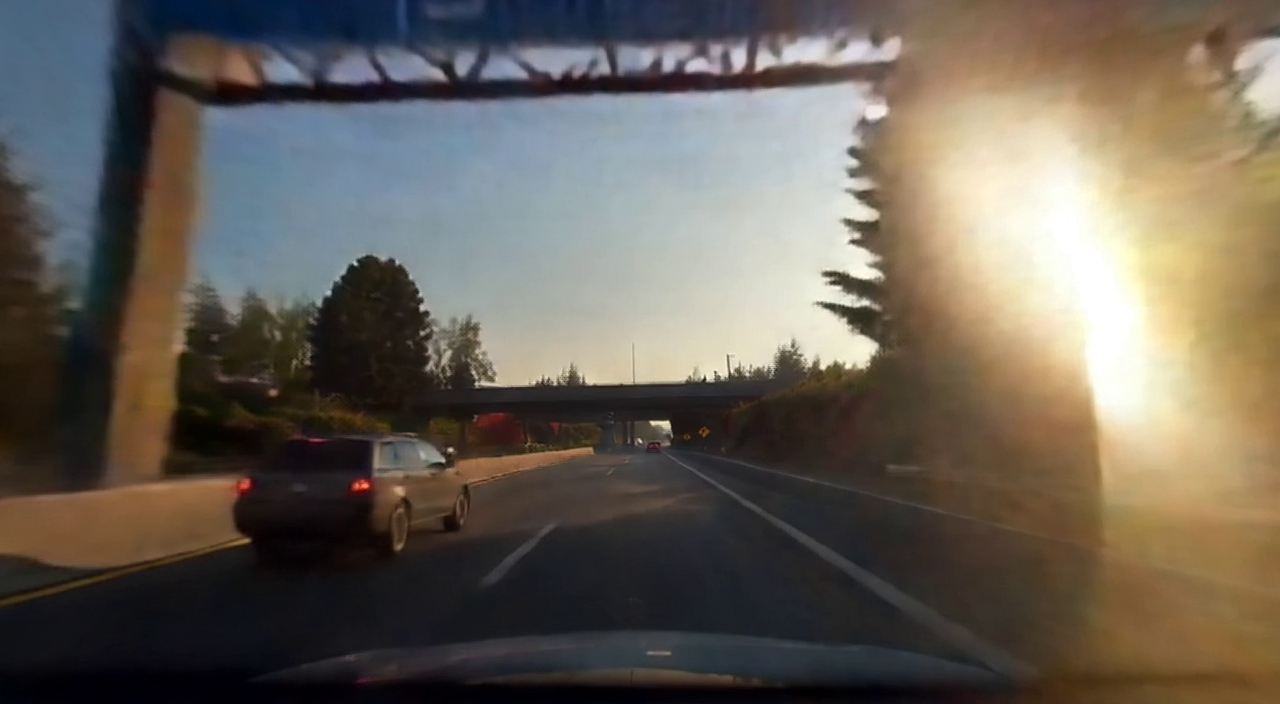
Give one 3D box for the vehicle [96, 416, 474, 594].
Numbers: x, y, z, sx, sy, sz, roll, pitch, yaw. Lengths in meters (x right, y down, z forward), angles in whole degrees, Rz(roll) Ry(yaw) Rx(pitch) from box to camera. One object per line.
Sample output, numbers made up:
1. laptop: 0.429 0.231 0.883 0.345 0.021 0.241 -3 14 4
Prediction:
1. vehicle: -3.683 1.645 7.684 2.051 1.531 4.250 0 -8 1
